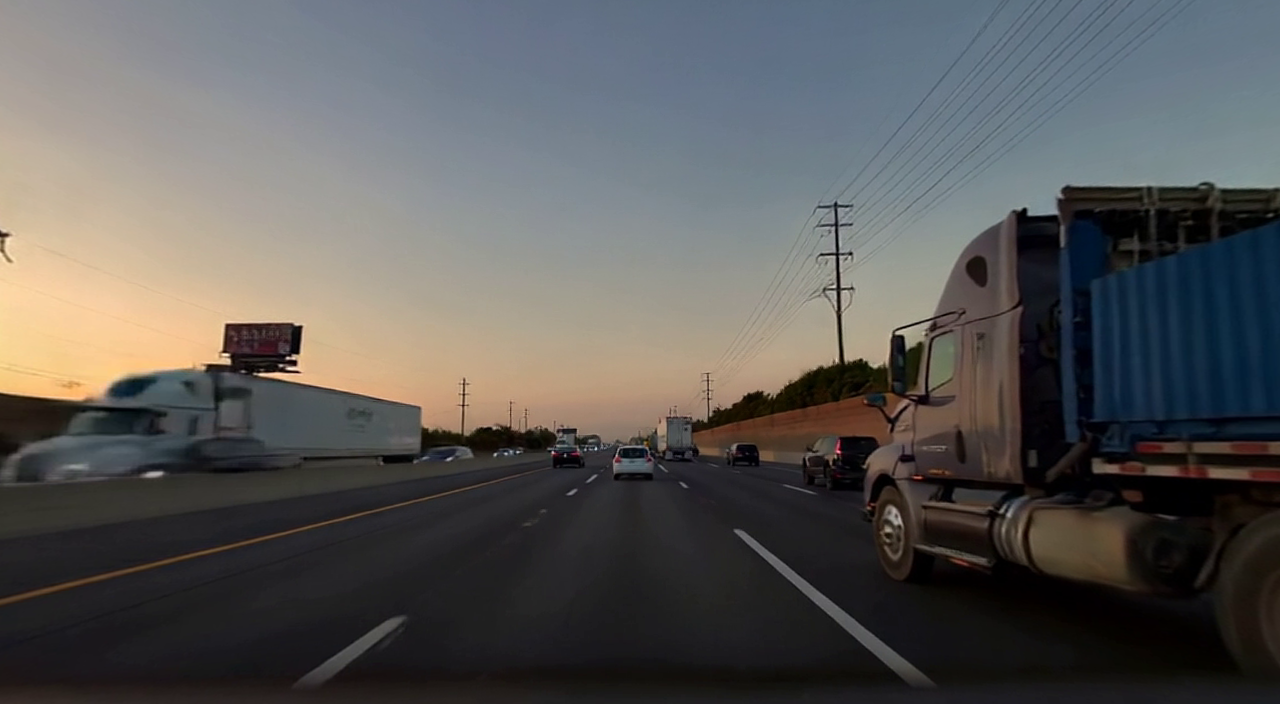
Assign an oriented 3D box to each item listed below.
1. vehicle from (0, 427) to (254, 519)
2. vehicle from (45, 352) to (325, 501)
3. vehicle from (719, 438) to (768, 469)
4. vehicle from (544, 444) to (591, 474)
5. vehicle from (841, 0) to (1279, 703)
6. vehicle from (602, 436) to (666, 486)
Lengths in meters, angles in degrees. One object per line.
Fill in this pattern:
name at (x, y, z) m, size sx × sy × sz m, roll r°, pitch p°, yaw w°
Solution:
vehicle at (-10.870, 2.526, 13.677) m, size 2.043 × 1.628 × 4.675 m, roll 0°, pitch -9°, yaw 0°
vehicle at (-14.011, 2.567, 20.781) m, size 3.075 × 3.927 × 8.116 m, roll 0°, pitch -9°, yaw 0°
vehicle at (7.008, 6.945, 43.445) m, size 2.302 × 1.973 × 5.502 m, roll 0°, pitch -9°, yaw -1°
vehicle at (-3.854, 5.775, 34.425) m, size 2.025 × 1.498 × 4.675 m, roll 0°, pitch -9°, yaw 0°
vehicle at (3.588, -0.316, 2.042) m, size 3.013 × 3.940 × 7.933 m, roll 0°, pitch -9°, yaw -1°
vehicle at (-0.224, 4.056, 23.723) m, size 2.191 × 1.685 × 4.015 m, roll 0°, pitch -9°, yaw 0°
